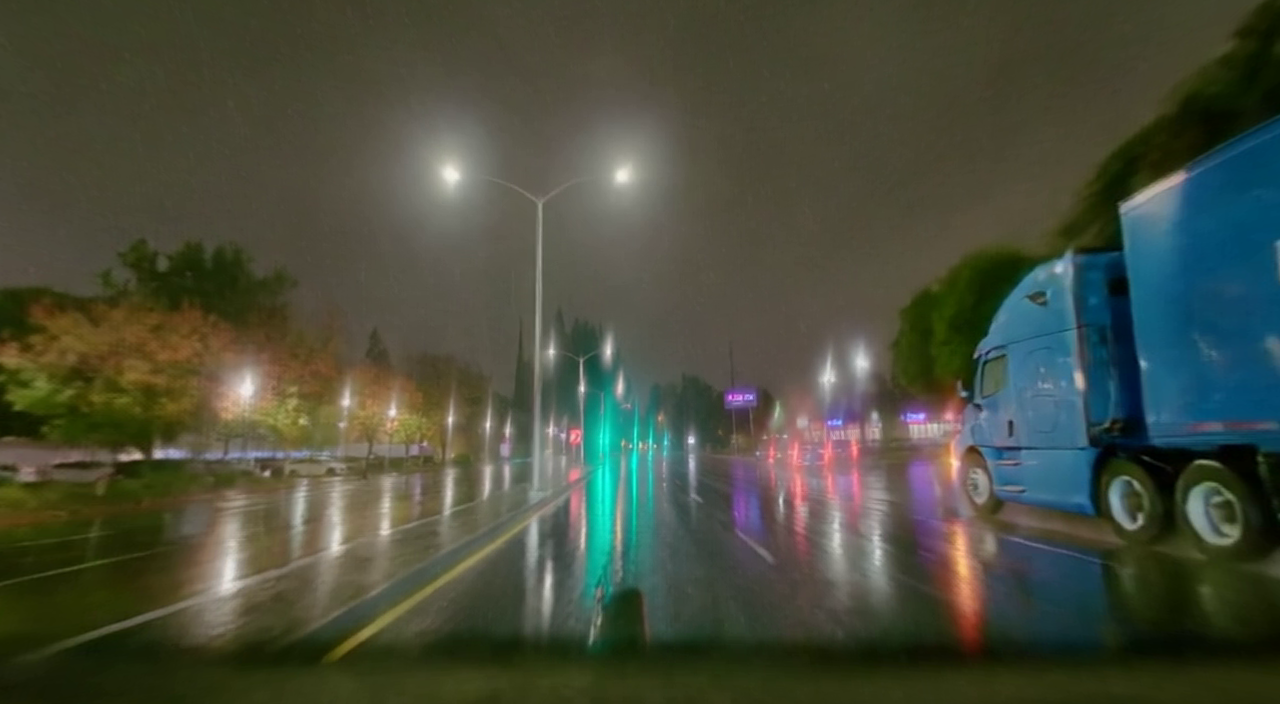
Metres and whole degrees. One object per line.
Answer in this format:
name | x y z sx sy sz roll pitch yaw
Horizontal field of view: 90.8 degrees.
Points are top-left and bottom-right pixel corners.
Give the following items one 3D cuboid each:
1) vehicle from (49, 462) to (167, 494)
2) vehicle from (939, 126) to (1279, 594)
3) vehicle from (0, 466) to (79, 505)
vehicle | -27.976 6.589 33.333 4.576 1.426 1.886 7 -11 -42
vehicle | 6.806 0.029 4.966 3.120 3.794 11.510 0 -9 -1
vehicle | -28.522 6.089 28.855 4.164 1.577 2.021 7 -11 -40
